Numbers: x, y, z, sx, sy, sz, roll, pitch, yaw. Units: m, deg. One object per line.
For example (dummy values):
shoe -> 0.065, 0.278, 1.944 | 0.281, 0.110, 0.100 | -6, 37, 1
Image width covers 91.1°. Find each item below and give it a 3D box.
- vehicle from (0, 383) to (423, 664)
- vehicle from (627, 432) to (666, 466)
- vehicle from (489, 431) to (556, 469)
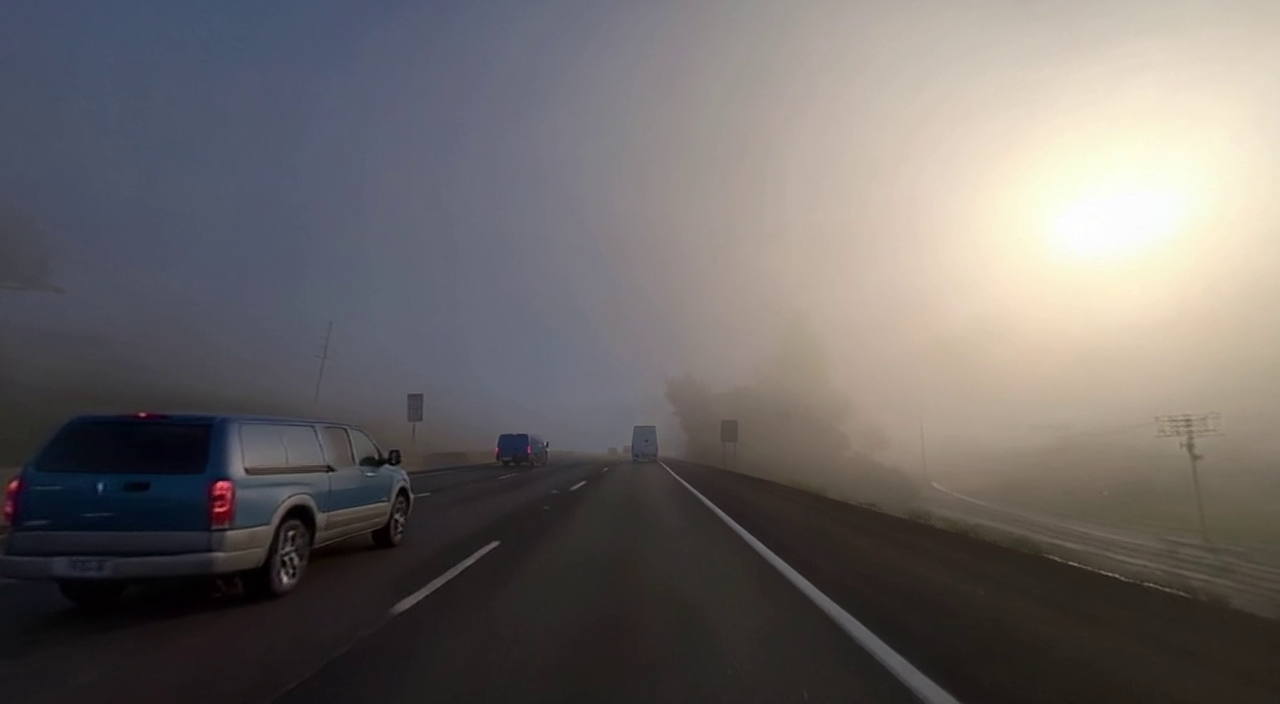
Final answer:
vehicle -> -4.113, 1.407, 6.328 | 2.145, 1.730, 4.729 | 0, -8, 0
vehicle -> 0.428, 7.128, 46.270 | 2.692, 2.279, 5.695 | 0, -8, 0
vehicle -> -6.935, 5.936, 38.123 | 2.695, 2.084, 6.836 | 0, -8, 1
